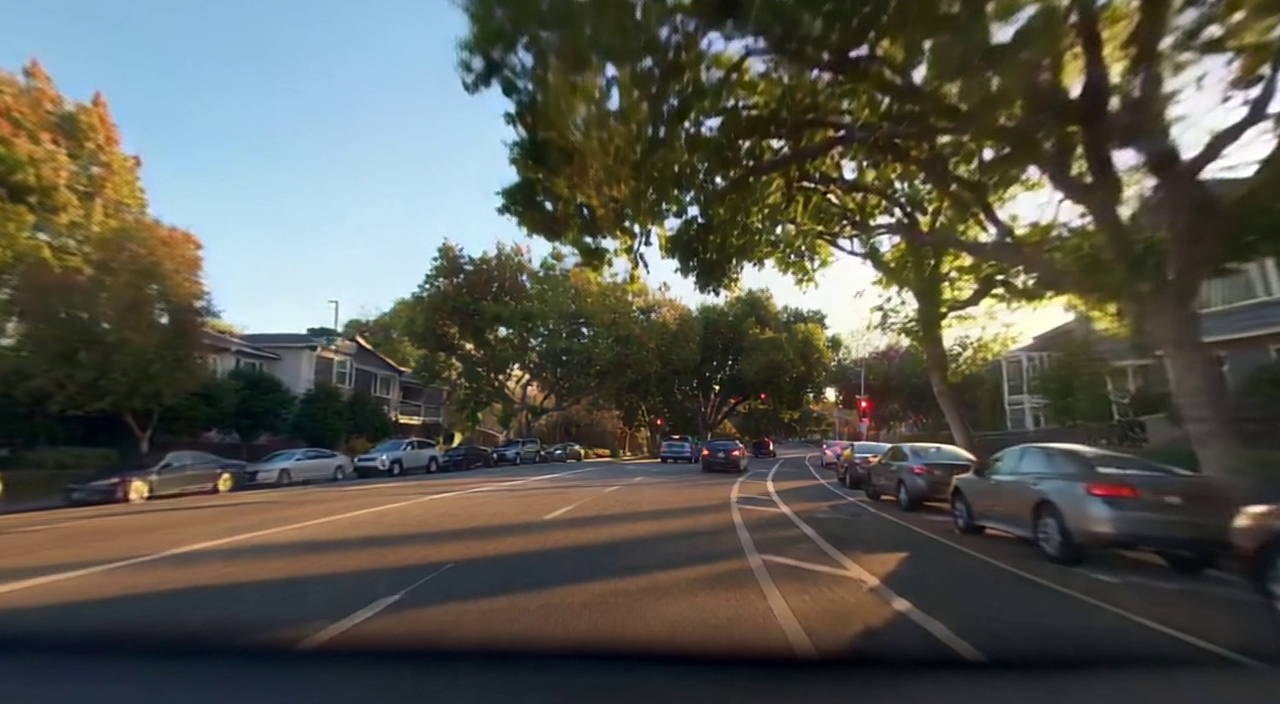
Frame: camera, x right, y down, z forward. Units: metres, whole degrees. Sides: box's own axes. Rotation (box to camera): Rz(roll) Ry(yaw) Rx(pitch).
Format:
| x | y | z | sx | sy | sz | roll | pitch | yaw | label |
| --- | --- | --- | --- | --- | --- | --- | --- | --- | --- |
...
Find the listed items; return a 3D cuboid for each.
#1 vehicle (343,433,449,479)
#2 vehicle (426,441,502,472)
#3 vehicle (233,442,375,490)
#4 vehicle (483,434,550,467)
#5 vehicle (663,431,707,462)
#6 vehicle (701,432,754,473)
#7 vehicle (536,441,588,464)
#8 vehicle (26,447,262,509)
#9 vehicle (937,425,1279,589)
| x | y | z | sx | sy | sz | roll | pitch | yaw | label |
| --- | --- | --- | --- | --- | --- | --- | --- | --- | --- |
| -10.291 | 4.428 | 27.141 | 1.977 | 1.761 | 4.990 | -1 | -8 | 8 | vehicle |
| -9.015 | 5.385 | 32.796 | 1.809 | 1.469 | 4.485 | -2 | -8 | 13 | vehicle |
| -11.449 | 3.875 | 21.987 | 1.880 | 1.450 | 4.627 | -1 | -8 | 9 | vehicle |
| -7.387 | 5.996 | 38.486 | 2.115 | 1.853 | 4.745 | -2 | -9 | 15 | vehicle |
| 2.883 | 5.918 | 39.557 | 1.877 | 1.827 | 4.298 | -2 | -9 | 16 | vehicle |
| 4.046 | 4.507 | 28.535 | 1.852 | 1.680 | 4.488 | -2 | -9 | 14 | vehicle |
| -5.396 | 7.006 | 44.246 | 1.782 | 1.472 | 4.744 | -3 | -9 | 18 | vehicle |
| -12.258 | 3.101 | 16.154 | 1.893 | 1.310 | 4.719 | -1 | -8 | 6 | vehicle |
| 5.544 | 1.765 | 8.034 | 1.841 | 1.545 | 3.813 | 0 | -8 | 4 | vehicle |
